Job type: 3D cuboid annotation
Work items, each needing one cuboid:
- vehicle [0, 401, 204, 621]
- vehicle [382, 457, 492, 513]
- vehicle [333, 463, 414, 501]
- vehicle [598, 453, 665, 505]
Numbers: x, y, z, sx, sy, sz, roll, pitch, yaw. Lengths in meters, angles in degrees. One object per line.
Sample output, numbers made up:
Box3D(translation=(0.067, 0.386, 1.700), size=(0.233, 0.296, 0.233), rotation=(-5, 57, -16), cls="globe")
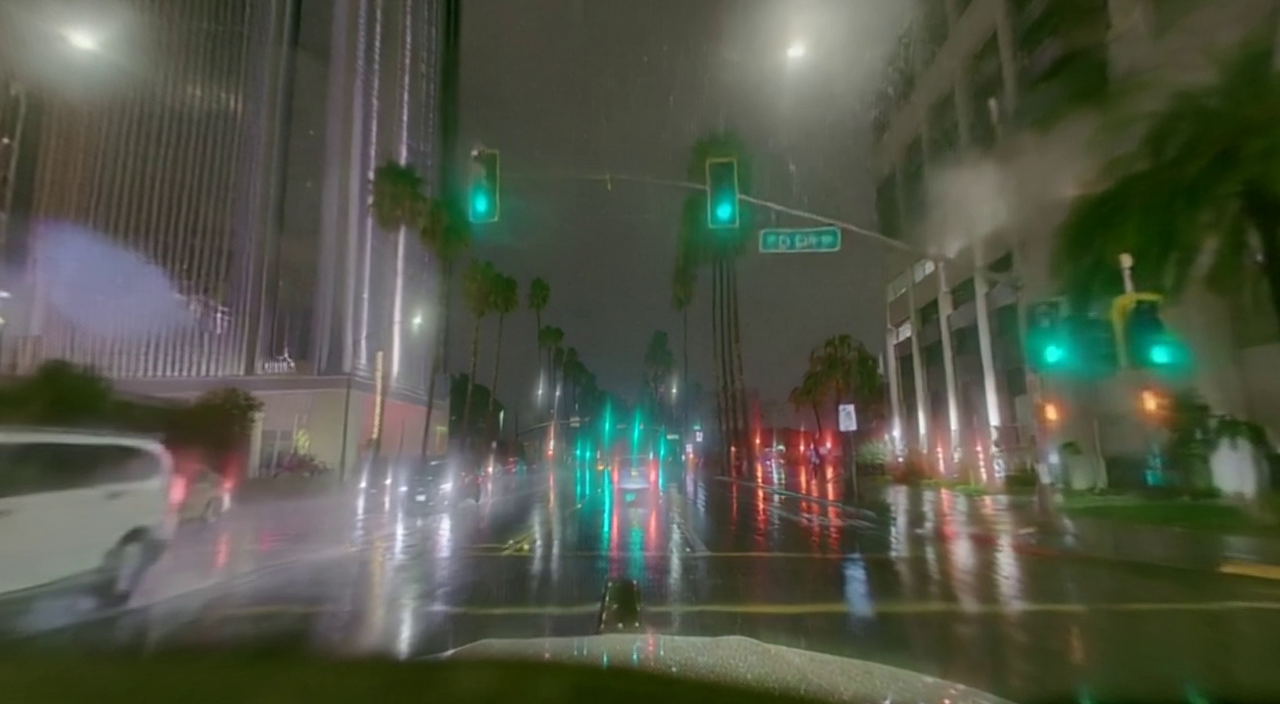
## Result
Box3D(translation=(-6.618, 1.404, 5.569), size=(2.070, 1.893, 4.738), rotation=(0, -9, 0), cls="vehicle")
Box3D(translation=(-6.240, 4.111, 19.967), size=(1.951, 1.476, 4.452), rotation=(-1, -9, 1), cls="vehicle")
Box3D(translation=(-12.719, 6.290, 30.418), size=(1.914, 1.551, 4.634), rotation=(-4, -12, 0), cls="vehicle")
Box3D(translation=(-0.298, 4.445, 22.498), size=(2.145, 1.632, 3.972), rotation=(0, -9, -1), cls="vehicle")
